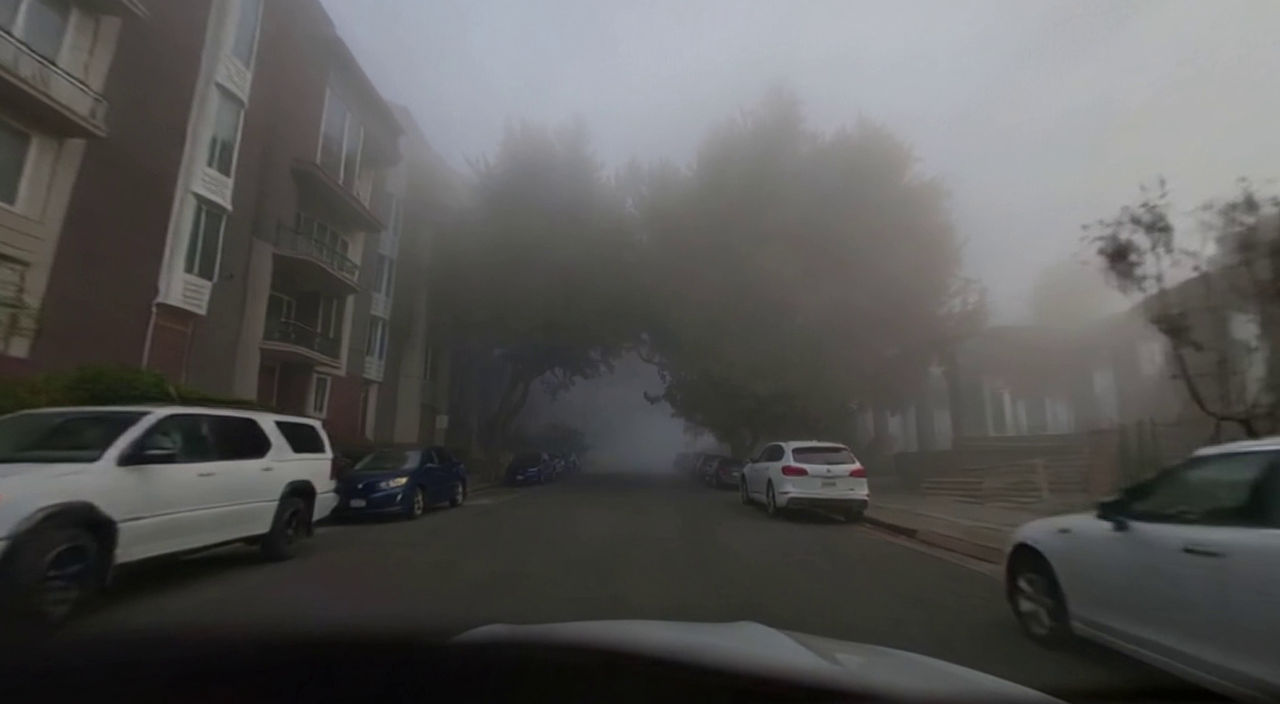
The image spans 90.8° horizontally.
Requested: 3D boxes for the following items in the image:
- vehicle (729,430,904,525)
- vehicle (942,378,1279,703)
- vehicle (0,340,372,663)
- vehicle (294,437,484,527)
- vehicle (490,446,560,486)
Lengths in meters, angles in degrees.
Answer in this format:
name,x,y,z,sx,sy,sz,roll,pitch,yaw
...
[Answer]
name,x,y,z,sx,sy,sz,roll,pitch,yaw
vehicle,3.994,2.986,15.800,2.473,1.895,6.050,0,-9,-2
vehicle,3.698,0.964,2.570,2.445,1.662,5.309,0,-8,2
vehicle,-5.542,1.441,6.943,2.596,2.152,5.689,-2,-9,1
vehicle,-5.640,2.991,15.283,2.122,1.722,5.662,-1,-9,2
vehicle,-5.391,5.420,30.379,2.222,1.735,5.215,0,-8,2
